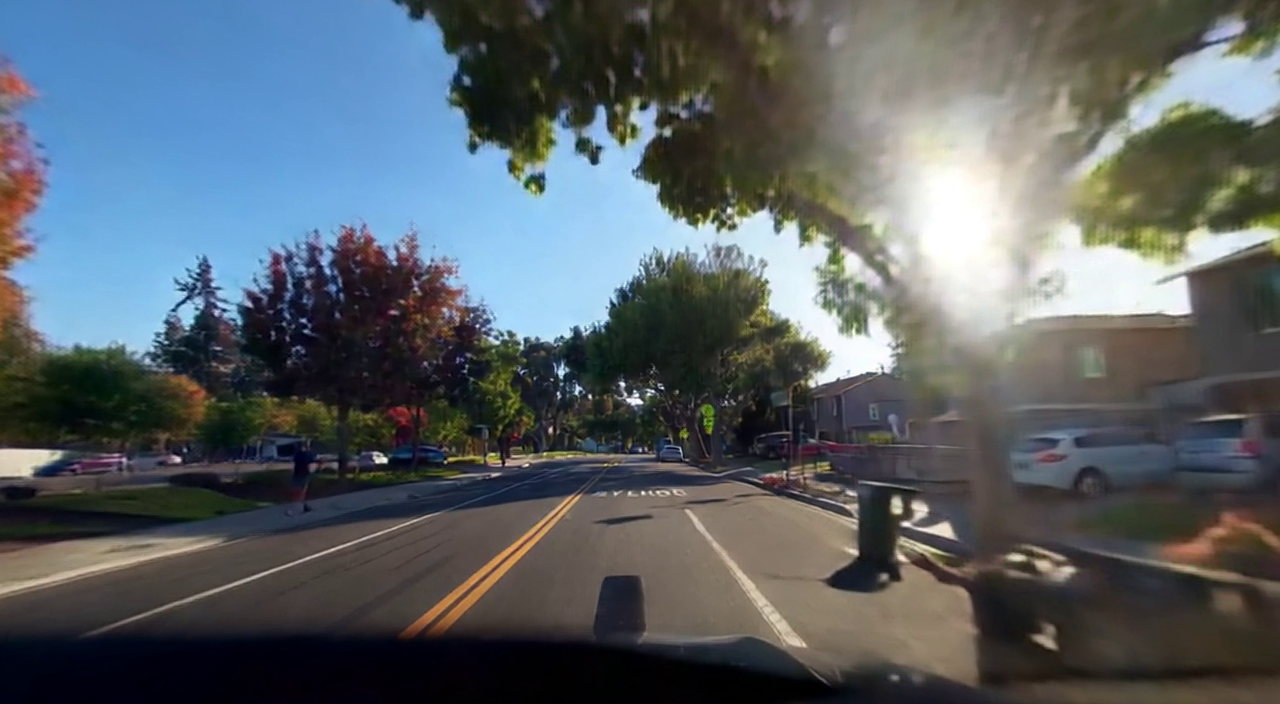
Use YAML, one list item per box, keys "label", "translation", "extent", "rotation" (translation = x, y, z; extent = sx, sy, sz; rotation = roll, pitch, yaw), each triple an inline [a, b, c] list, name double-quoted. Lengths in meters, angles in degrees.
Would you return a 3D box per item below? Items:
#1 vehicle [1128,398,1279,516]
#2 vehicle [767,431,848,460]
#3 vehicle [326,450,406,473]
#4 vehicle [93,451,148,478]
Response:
- label: "vehicle"
  translation: [10.576, 1.584, 10.100]
  extent: [3.933, 1.645, 1.832]
  rotation: [-2, -8, -2]
- label: "vehicle"
  translation: [11.074, 6.237, 42.031]
  extent: [4.750, 1.658, 1.902]
  rotation: [-2, -10, 0]
- label: "vehicle"
  translation: [-19.132, 7.659, 44.253]
  extent: [4.691, 1.483, 1.955]
  rotation: [8, -12, -44]
- label: "vehicle"
  translation: [-35.899, 7.782, 43.626]
  extent: [4.938, 1.720, 1.926]
  rotation: [-9, -14, 40]
